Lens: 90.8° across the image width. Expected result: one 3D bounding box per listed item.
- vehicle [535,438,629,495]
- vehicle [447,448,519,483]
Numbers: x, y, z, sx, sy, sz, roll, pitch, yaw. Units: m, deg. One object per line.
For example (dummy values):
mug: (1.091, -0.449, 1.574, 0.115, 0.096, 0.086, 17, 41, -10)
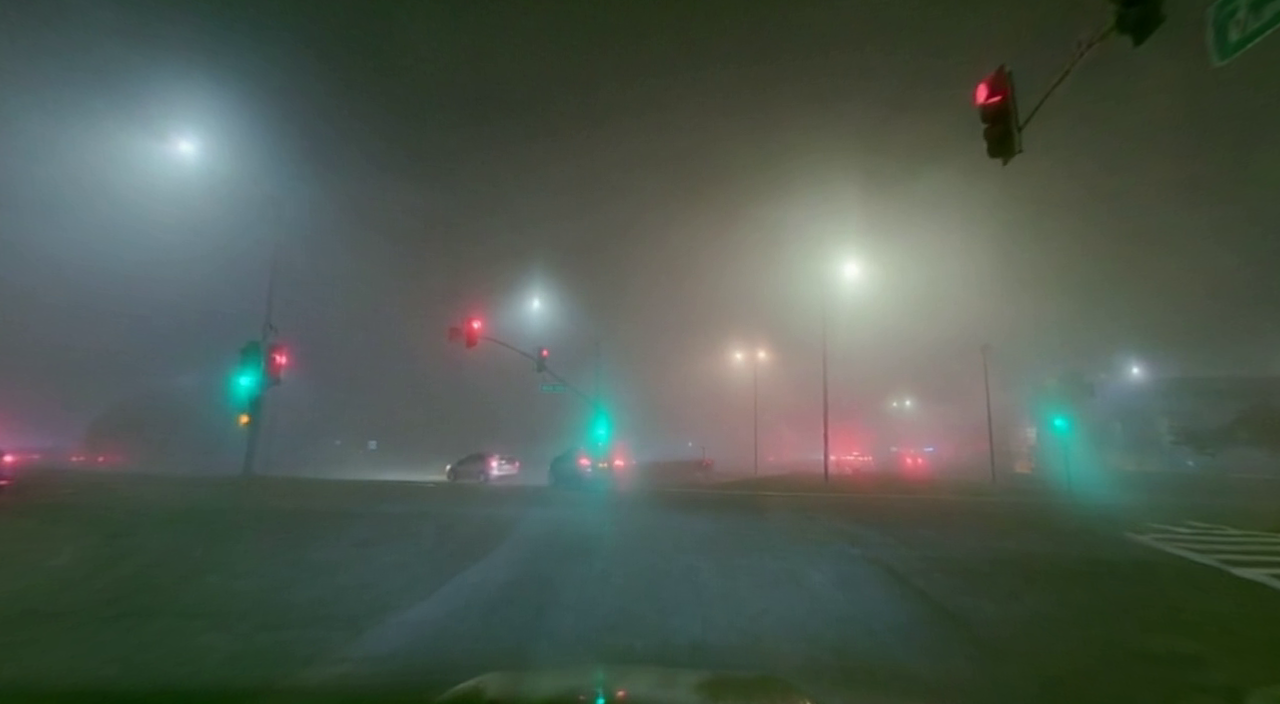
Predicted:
vehicle: (-1.878, 3.436, 19.335, 2.048, 1.516, 3.874, 3, -9, -18)
vehicle: (-7.984, 5.692, 31.916, 2.007, 1.605, 3.852, 7, -11, -39)
